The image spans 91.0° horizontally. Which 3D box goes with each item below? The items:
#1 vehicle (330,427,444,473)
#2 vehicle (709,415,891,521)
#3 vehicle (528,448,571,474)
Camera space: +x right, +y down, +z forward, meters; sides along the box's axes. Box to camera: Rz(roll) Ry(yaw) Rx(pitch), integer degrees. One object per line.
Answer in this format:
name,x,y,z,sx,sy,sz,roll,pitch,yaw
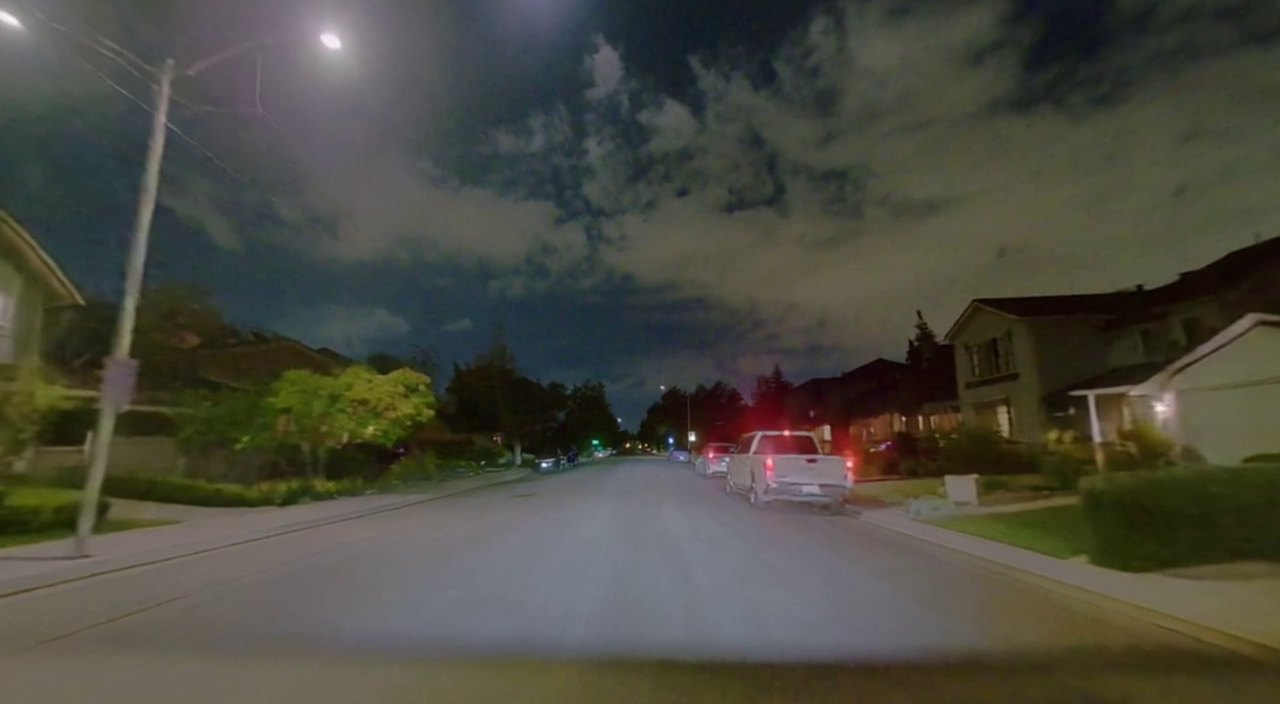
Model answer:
vehicle,-13.072,5.078,32.784,4.837,1.897,2.228,4,-8,5
vehicle,3.799,2.991,16.996,2.952,2.216,7.033,0,-8,-1
vehicle,-5.795,7.048,40.986,2.027,1.544,4.959,-1,-9,1
